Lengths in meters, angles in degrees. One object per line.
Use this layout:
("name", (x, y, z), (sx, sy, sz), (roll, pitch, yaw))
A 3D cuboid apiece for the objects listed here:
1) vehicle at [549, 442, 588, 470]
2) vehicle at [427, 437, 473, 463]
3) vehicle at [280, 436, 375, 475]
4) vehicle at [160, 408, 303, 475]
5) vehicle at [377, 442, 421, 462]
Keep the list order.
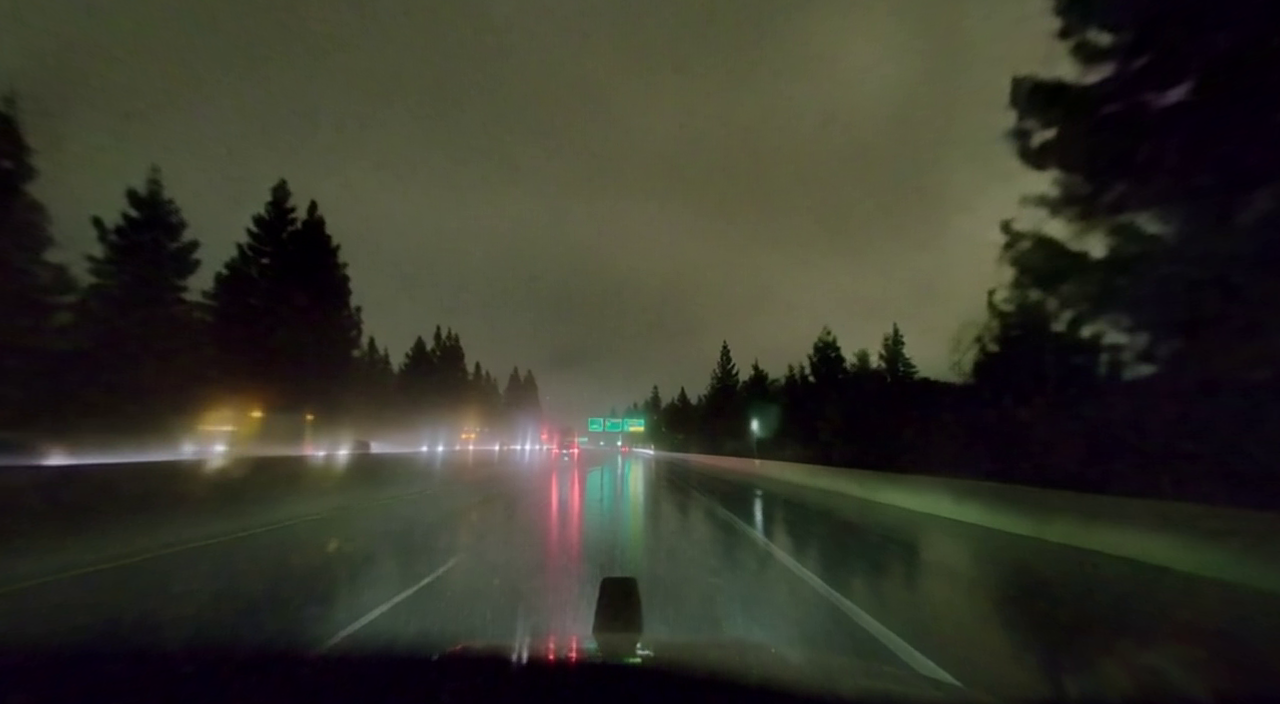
("vehicle", (-4.562, 6.715, 40.705), (2.098, 1.692, 4.038), (0, -9, -1))
("vehicle", (-13.682, 7.101, 45.356), (1.956, 1.714, 4.432), (0, -9, -1))
("vehicle", (-12.775, 4.263, 25.929), (1.862, 1.487, 4.033), (0, -9, 0))
("vehicle", (-17.632, 3.962, 27.595), (2.363, 2.579, 5.795), (0, -9, -1))
("vehicle", (-19.015, 7.932, 49.644), (1.907, 1.516, 4.127), (0, -9, -1))
